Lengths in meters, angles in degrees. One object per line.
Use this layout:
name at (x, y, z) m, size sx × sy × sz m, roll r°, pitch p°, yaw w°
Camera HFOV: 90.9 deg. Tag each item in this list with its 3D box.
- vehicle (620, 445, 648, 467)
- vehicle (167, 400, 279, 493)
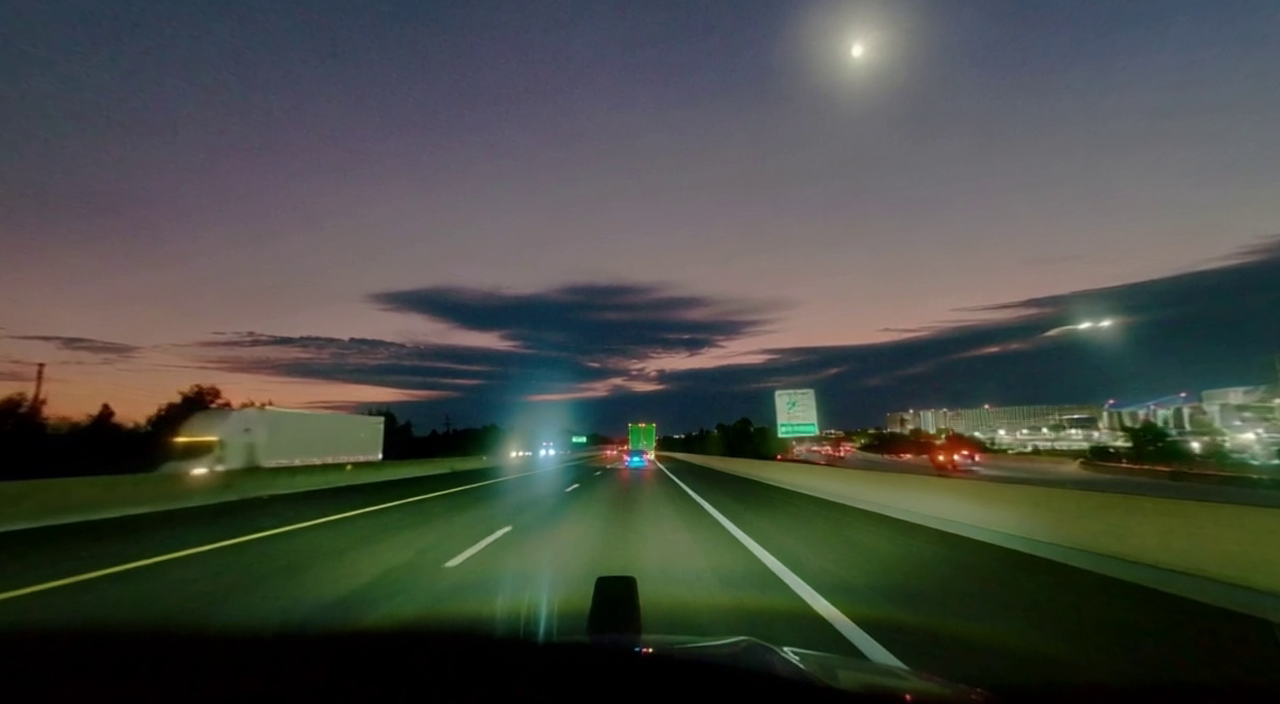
vehicle at (-0.429, 7.897, 47.784) m, size 2.094 × 1.559 × 3.945 m, roll 0°, pitch -9°, yaw 0°
vehicle at (-19.134, 4.362, 29.129) m, size 2.971 × 4.001 × 2.802 m, roll -1°, pitch -9°, yaw 2°
